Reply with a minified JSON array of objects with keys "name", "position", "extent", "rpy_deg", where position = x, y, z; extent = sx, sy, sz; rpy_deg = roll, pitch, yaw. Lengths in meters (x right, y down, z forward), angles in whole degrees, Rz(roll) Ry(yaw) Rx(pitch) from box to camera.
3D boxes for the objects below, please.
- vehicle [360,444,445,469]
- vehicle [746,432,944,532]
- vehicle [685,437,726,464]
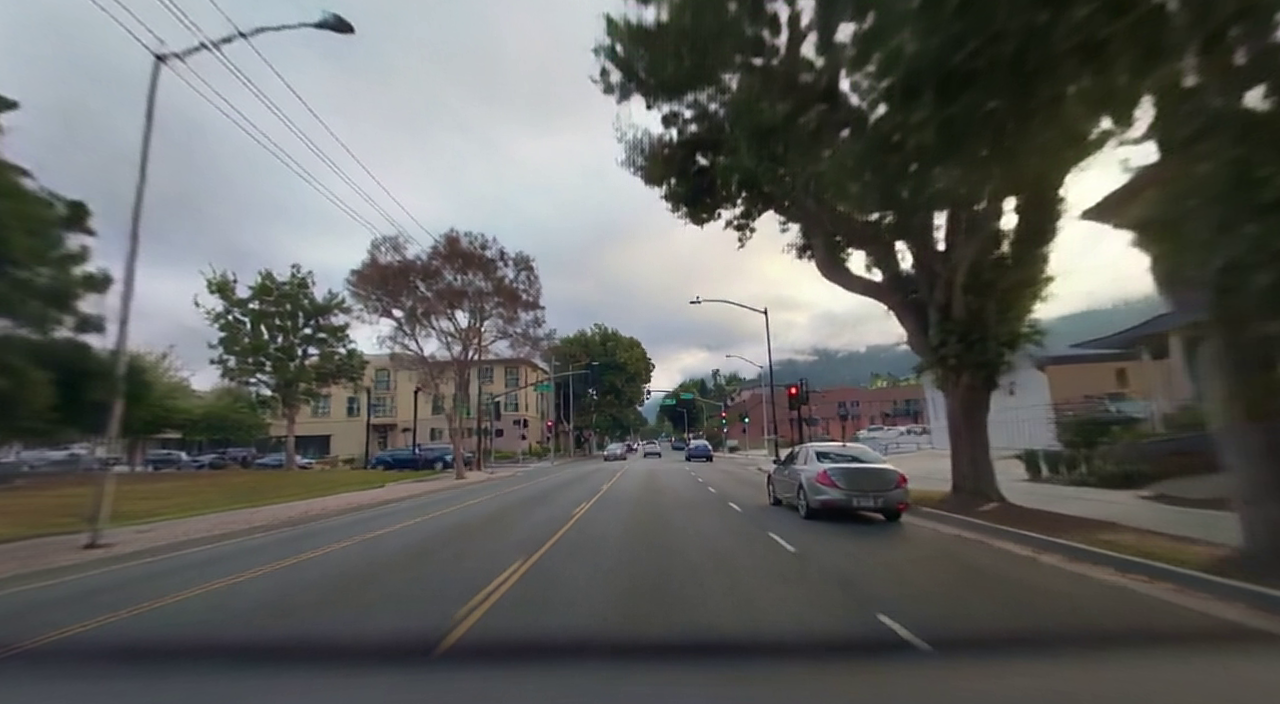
[{"name":"vehicle","position":[-17.390,7.668,46.277],"extent":[5.361,1.767,2.179],"rpy_deg":[-1,-9,5]},{"name":"vehicle","position":[3.483,2.316,11.921],"extent":[2.072,1.471,4.834],"rpy_deg":[0,-9,-1]},{"name":"vehicle","position":[3.987,6.120,39.117],"extent":[2.035,1.564,4.719],"rpy_deg":[0,-9,-1]}]
